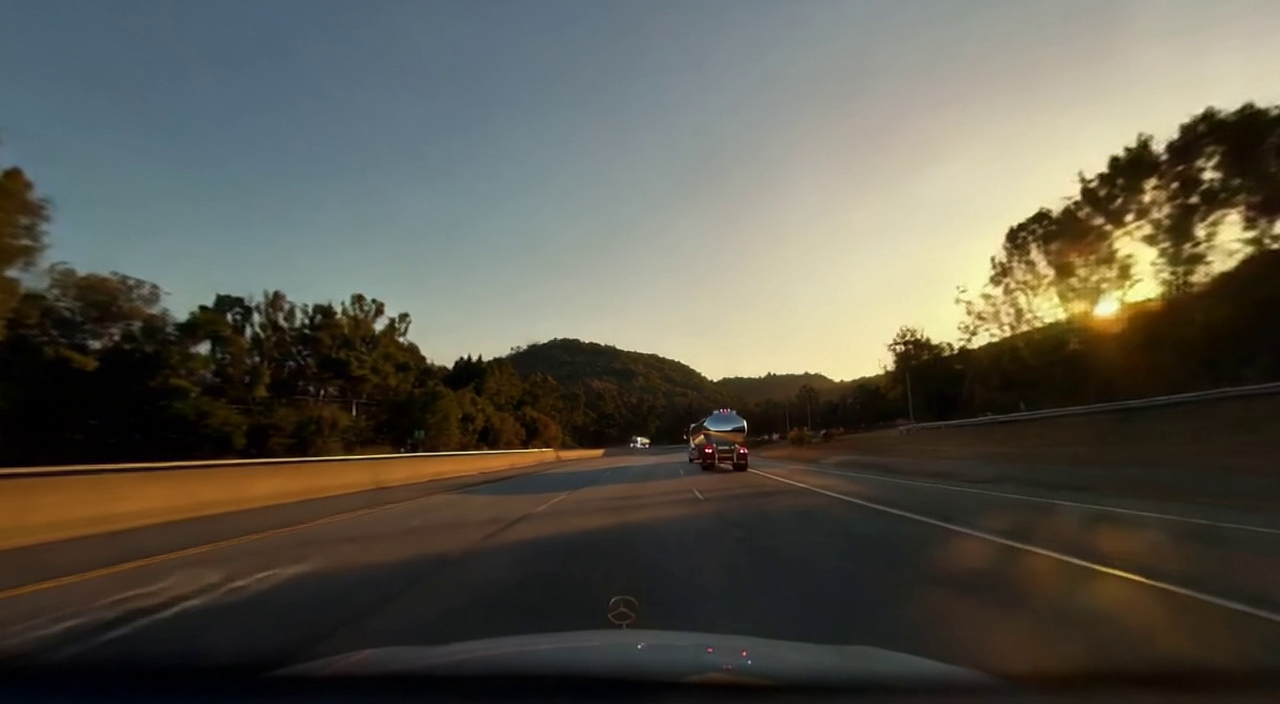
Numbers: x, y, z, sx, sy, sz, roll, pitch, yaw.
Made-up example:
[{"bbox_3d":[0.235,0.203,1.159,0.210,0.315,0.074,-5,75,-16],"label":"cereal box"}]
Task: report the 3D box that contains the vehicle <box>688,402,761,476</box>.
[{"bbox_3d":[4.675,5.345,38.258,2.880,3.624,14.397,0,-8,2],"label":"vehicle"}]
